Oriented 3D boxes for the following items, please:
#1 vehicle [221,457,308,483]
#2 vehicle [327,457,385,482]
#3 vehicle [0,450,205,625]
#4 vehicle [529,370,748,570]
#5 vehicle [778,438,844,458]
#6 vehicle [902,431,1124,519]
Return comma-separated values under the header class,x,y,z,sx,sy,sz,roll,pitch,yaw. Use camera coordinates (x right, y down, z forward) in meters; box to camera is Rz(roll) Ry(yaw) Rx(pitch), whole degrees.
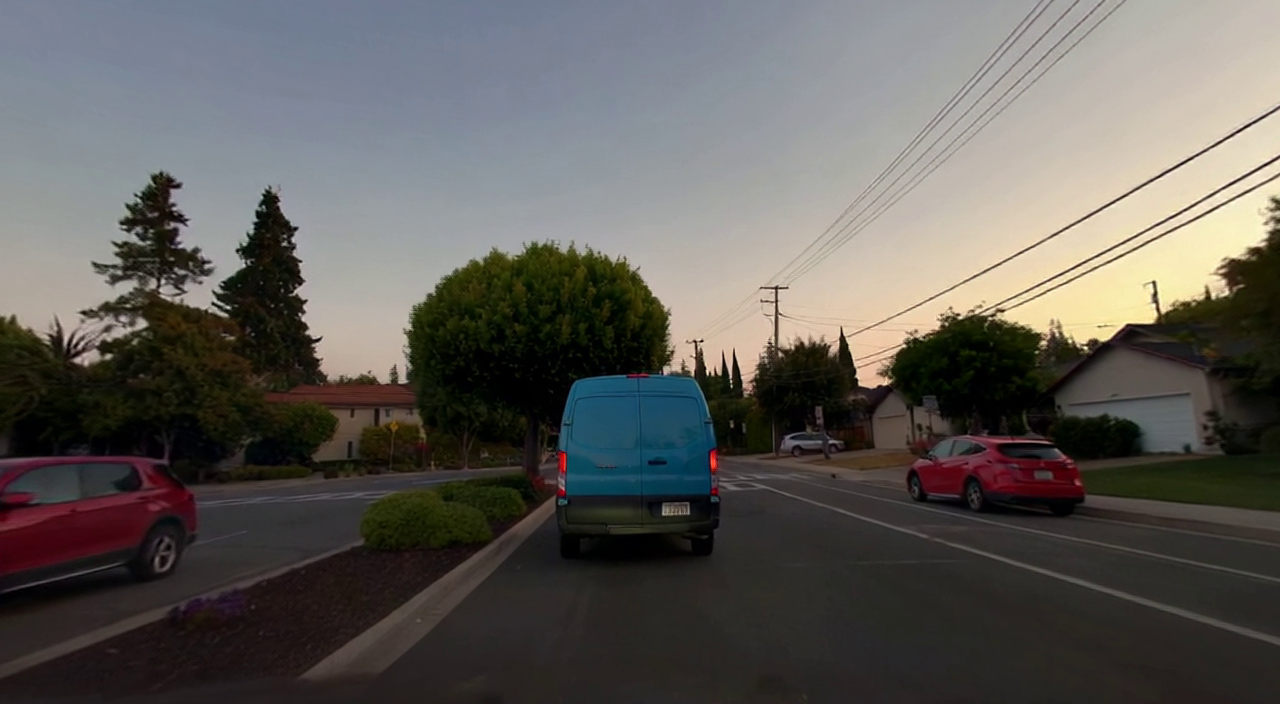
class,x,y,z,sx,sy,sz,roll,pitch,yaw
vehicle,-27.249,8.552,45.961,4.972,1.776,2.057,0,-9,-1
vehicle,-18.333,7.616,41.035,1.816,1.445,4.120,0,-9,0
vehicle,-7.415,1.980,7.088,1.997,1.724,4.417,0,-9,-2
vehicle,-0.094,1.616,9.289,2.342,2.142,4.809,0,-9,-2
vehicle,12.964,7.304,48.144,4.483,1.463,1.805,0,-9,-1
vehicle,7.350,2.444,13.074,1.883,1.504,4.220,0,-9,-2
